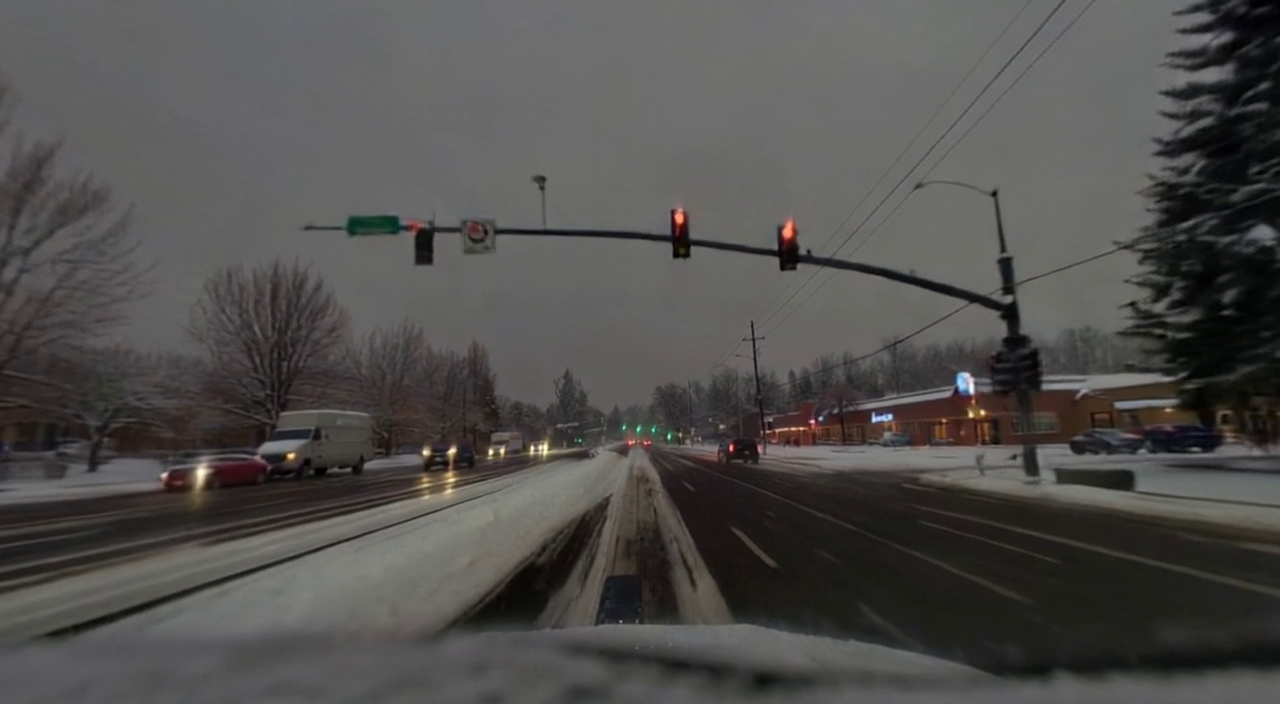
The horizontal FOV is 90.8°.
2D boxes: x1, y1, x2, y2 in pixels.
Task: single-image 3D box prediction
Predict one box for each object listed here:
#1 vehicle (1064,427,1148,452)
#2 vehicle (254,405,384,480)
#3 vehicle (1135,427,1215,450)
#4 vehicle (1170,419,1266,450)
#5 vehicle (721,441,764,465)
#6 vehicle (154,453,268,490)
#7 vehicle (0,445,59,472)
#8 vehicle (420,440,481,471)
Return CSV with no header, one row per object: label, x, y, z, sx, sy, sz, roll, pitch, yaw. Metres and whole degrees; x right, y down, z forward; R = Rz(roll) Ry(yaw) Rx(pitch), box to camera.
vehicle,29.840,5.703,40.681,1.796,1.485,4.667,-1,-9,0
vehicle,-18.725,5.431,37.750,2.982,3.900,8.593,0,-9,1
vehicle,34.592,5.639,41.003,1.756,1.443,4.032,0,-8,2
vehicle,37.365,5.415,41.007,1.996,1.893,4.413,0,-8,1
vehicle,6.606,6.563,41.224,1.916,1.437,4.327,0,-9,-2
vehicle,-18.938,5.269,28.178,1.950,1.464,4.414,0,-9,0
vehicle,-47.871,8.099,48.277,1.964,1.982,4.613,-6,-11,36
vehicle,-11.540,6.330,38.812,2.134,1.806,4.843,0,-9,1
